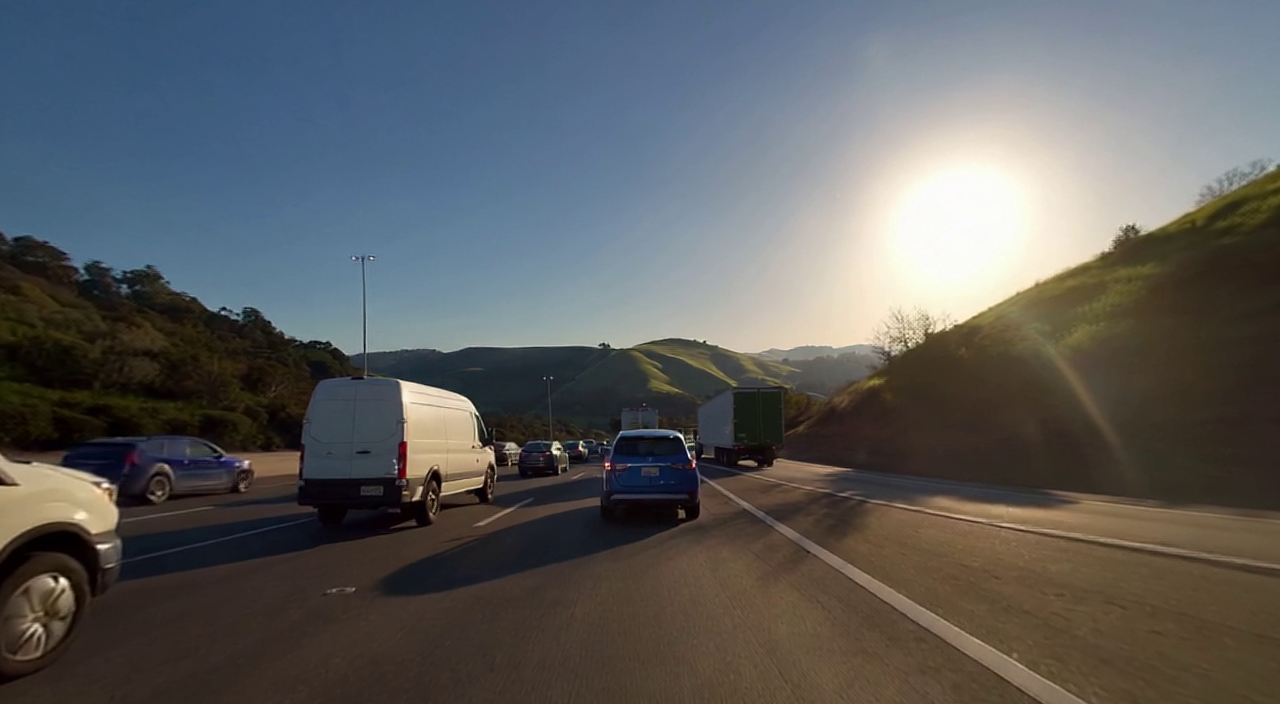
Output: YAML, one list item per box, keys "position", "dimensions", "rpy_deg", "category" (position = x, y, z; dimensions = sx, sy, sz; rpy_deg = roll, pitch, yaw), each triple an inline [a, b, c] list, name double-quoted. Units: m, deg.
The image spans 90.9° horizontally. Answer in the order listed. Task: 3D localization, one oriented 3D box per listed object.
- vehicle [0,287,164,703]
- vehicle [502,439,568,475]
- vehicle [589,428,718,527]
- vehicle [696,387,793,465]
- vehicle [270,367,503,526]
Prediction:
- position: [-4.245, 0.476, 1.329]
  dimensions: [2.195, 2.086, 5.445]
  rpy_deg: [0, -8, 0]
  category: "vehicle"
- position: [-4.485, 4.562, 27.658]
  dimensions: [2.007, 1.457, 4.447]
  rpy_deg: [-1, -8, 1]
  category: "vehicle"
- position: [0.174, 2.249, 11.838]
  dimensions: [2.003, 1.499, 3.930]
  rpy_deg: [0, -8, -1]
  category: "vehicle"
- position: [6.540, 5.318, 43.348]
  dimensions: [2.989, 4.277, 16.586]
  rpy_deg: [0, -8, -3]
  category: "vehicle"
- position: [-4.649, 1.913, 12.933]
  dimensions: [2.300, 2.522, 5.701]
  rpy_deg: [0, -8, 1]
  category: "vehicle"
